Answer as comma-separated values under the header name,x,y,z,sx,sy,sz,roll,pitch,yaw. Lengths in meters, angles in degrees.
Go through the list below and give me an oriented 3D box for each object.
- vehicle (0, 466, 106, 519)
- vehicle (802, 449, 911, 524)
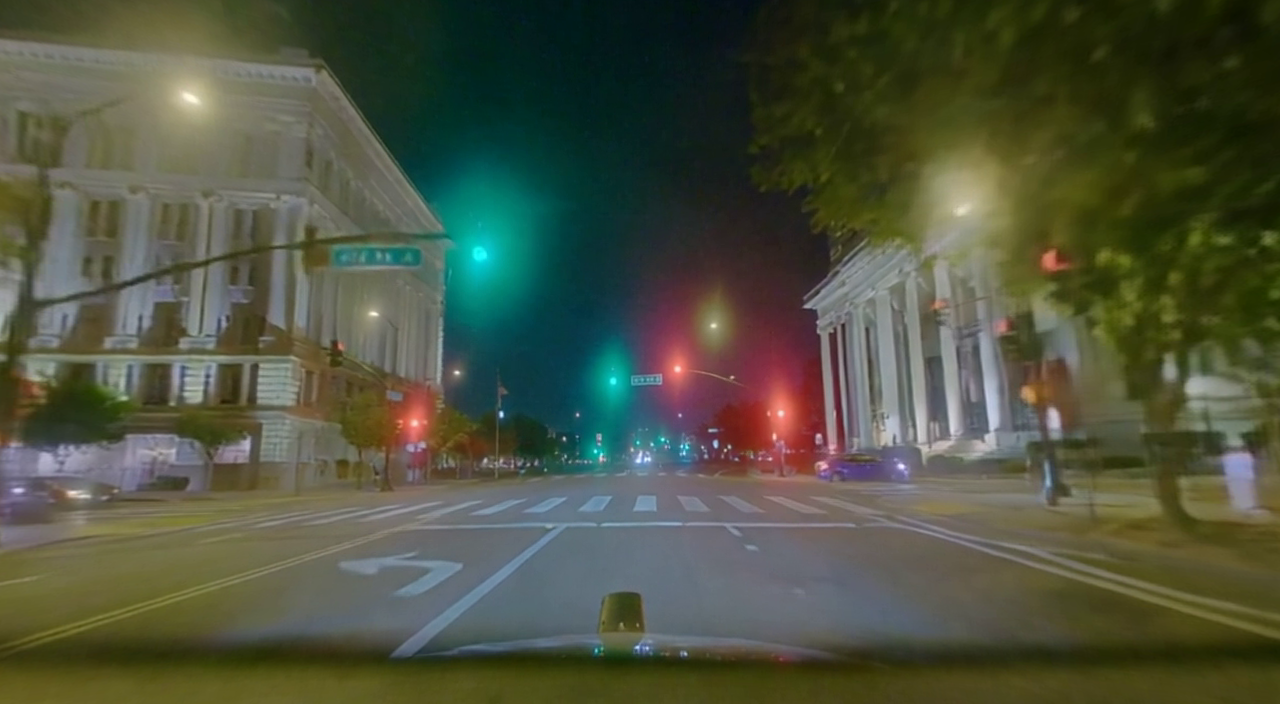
name,x,y,z,sx,sy,sz,roll,pitch,yaw
vehicle,-22.658,5.008,22.752,4.946,1.745,2.028,0,-9,2
vehicle,5.068,3.145,15.387,2.085,1.530,4.125,-2,-9,13
